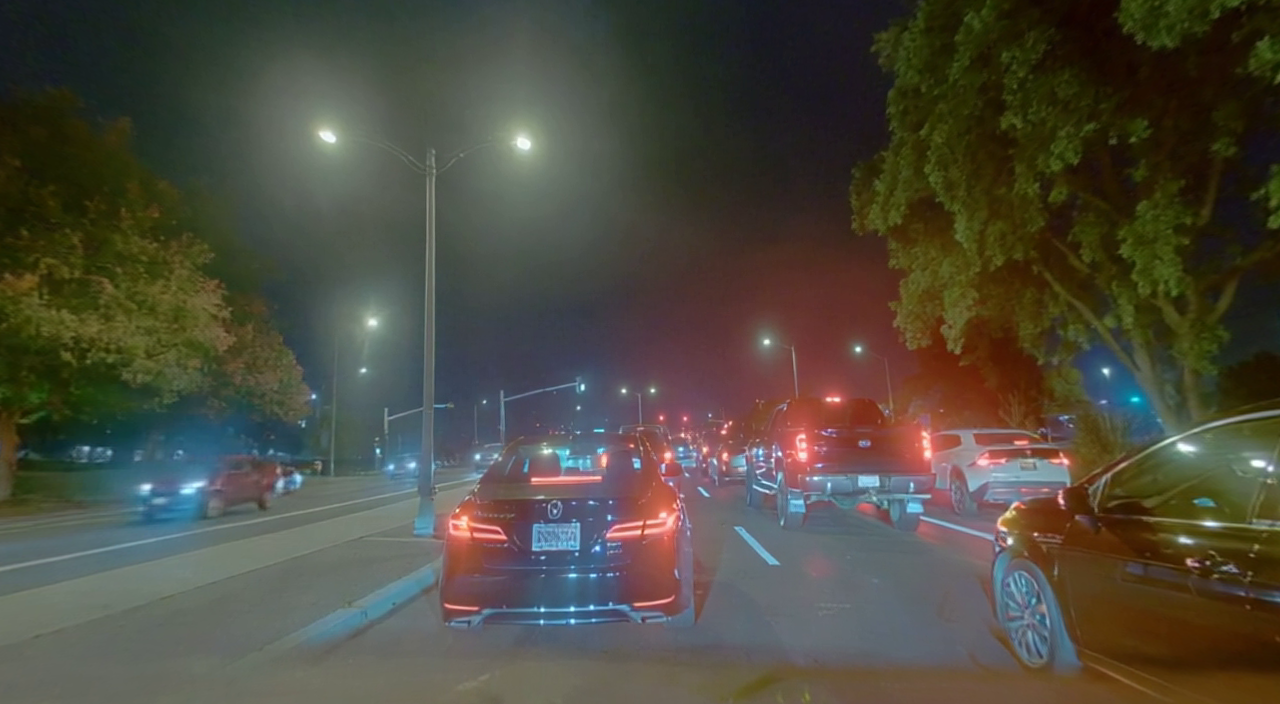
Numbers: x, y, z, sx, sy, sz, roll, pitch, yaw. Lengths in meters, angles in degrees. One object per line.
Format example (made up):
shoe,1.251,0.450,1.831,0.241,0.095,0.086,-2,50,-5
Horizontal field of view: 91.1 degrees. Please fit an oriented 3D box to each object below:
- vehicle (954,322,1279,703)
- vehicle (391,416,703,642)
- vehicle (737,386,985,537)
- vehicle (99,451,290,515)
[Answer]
vehicle,3.163,0.756,2.076,1.982,1.709,4.427,0,-9,1
vehicle,-0.579,1.496,6.327,2.111,1.506,4.018,0,-9,2
vehicle,3.524,1.952,11.695,2.444,2.098,5.766,0,-9,-1
vehicle,-12.316,3.612,17.869,1.957,1.506,4.706,0,-9,1
